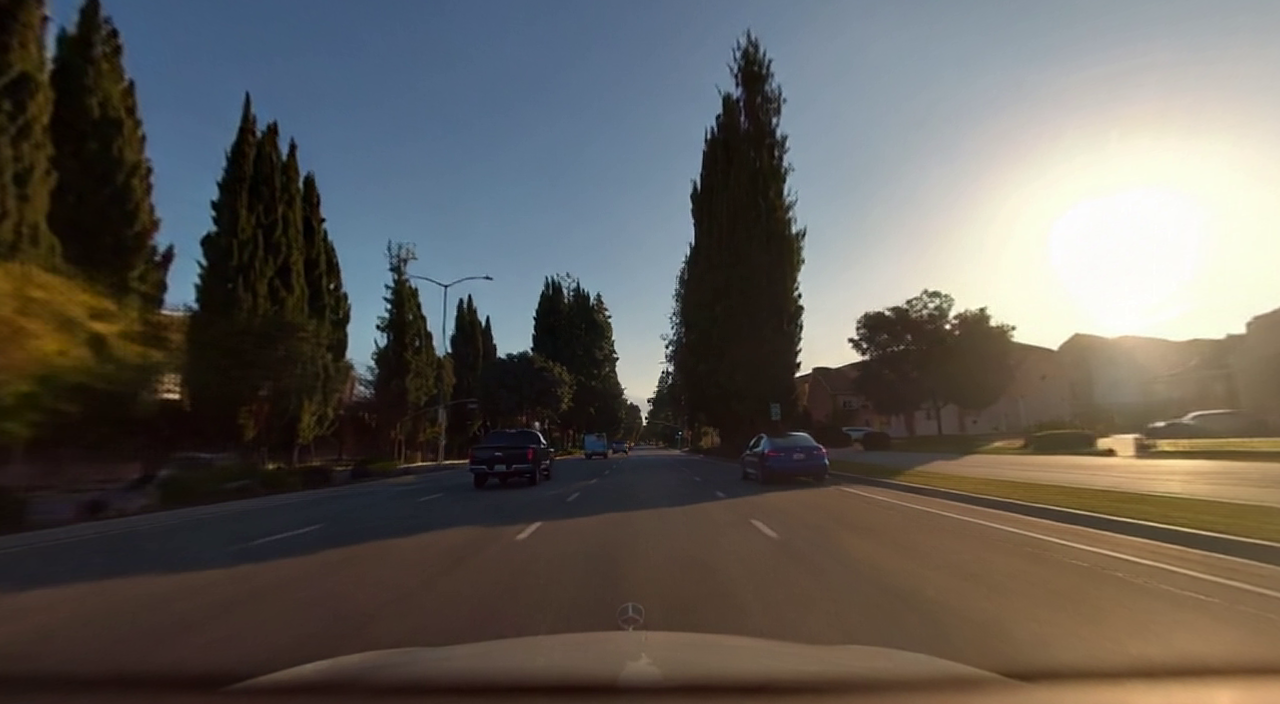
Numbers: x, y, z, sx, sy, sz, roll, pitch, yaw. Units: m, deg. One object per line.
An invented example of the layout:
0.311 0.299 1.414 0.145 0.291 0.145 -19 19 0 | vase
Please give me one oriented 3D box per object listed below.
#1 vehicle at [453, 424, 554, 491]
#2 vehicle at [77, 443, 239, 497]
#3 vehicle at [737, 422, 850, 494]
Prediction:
-3.931 3.150 19.090 2.002 1.747 4.728 0 -8 0 | vehicle
-17.277 4.197 23.004 2.059 1.743 4.779 0 -8 1 | vehicle
4.117 2.930 17.742 2.016 1.736 4.356 0 -8 -1 | vehicle
